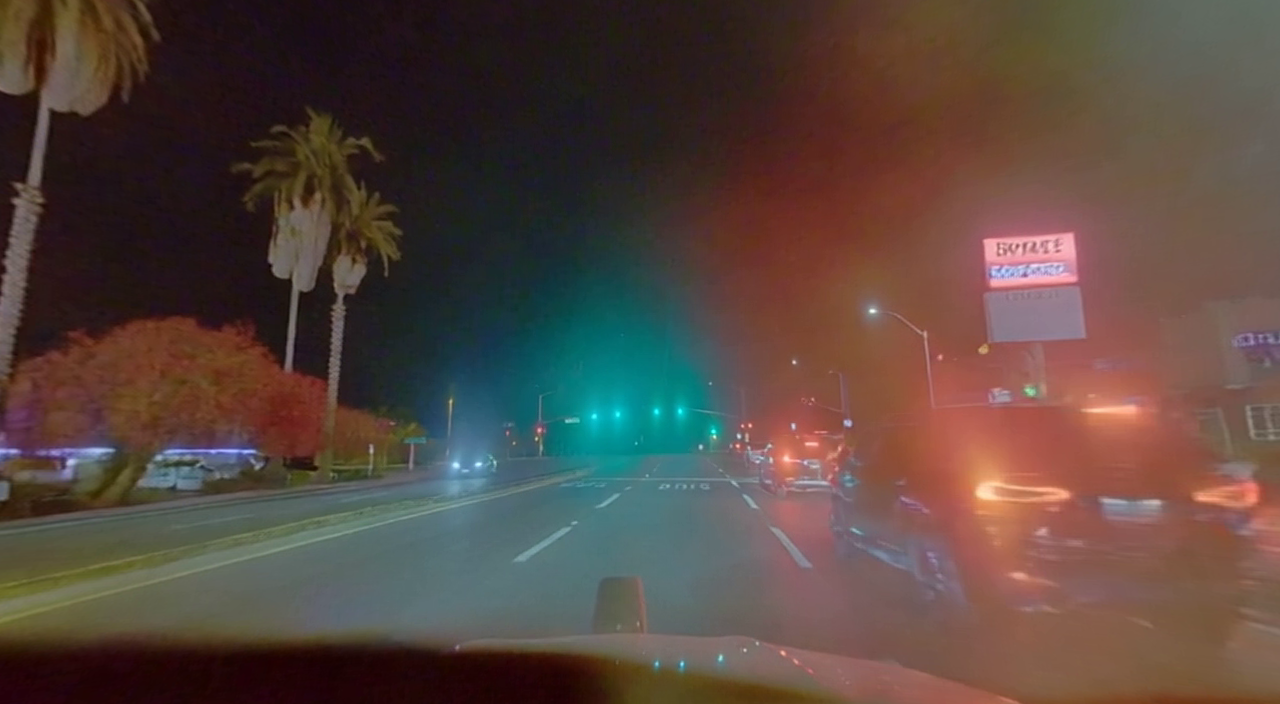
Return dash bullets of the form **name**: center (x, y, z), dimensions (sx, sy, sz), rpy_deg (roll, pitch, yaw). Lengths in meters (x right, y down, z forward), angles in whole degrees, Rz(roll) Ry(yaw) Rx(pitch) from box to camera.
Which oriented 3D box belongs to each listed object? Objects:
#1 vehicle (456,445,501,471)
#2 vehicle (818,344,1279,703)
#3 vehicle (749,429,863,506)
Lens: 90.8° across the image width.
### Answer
- **vehicle**: center (-11.399, 7.485, 44.900), dimensions (1.979, 1.724, 4.334), rpy_deg (-1, -8, 2)
- **vehicle**: center (3.314, 1.223, 5.496), dimensions (2.428, 1.816, 4.959), rpy_deg (-1, -8, 4)
- **vehicle**: center (4.255, 3.027, 17.068), dimensions (2.061, 1.744, 4.752), rpy_deg (-1, -8, 4)
